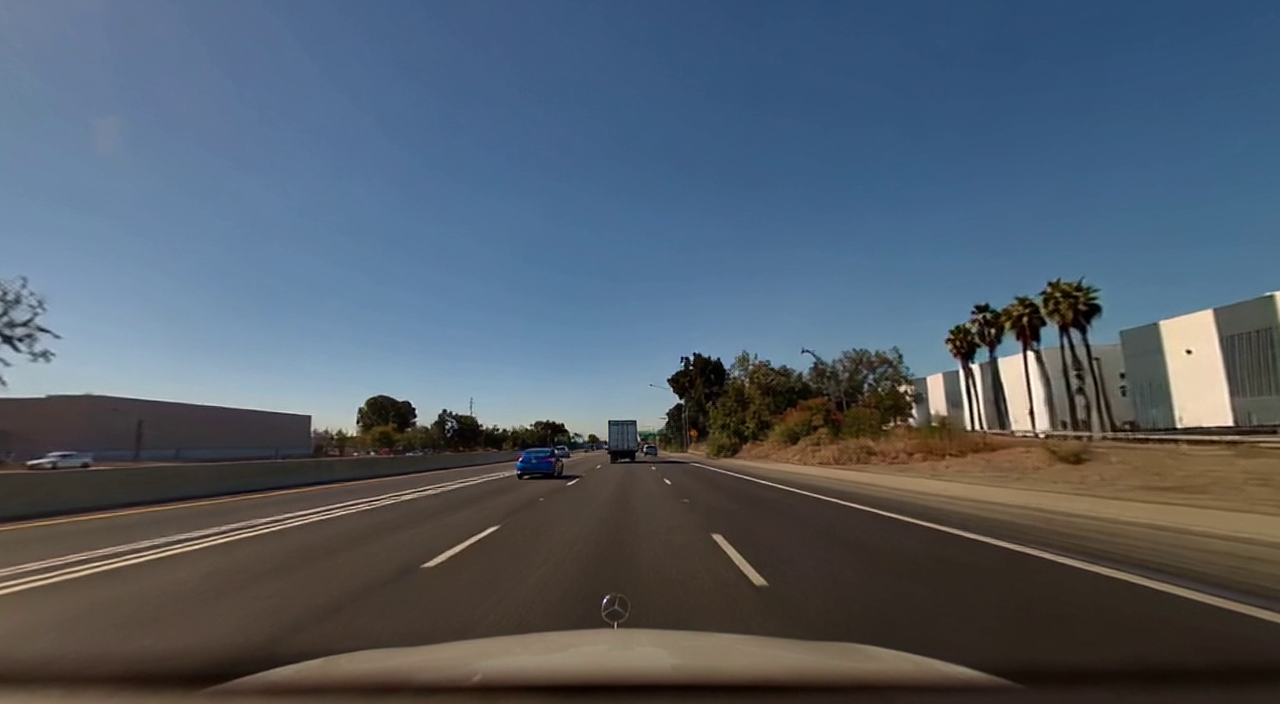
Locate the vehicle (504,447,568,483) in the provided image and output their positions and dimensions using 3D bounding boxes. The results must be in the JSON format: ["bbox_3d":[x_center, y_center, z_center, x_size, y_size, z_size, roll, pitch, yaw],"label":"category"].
[{"bbox_3d":[-4.411,4.855,27.486,2.097,1.447,4.291,0,-8,-1],"label":"vehicle"}]

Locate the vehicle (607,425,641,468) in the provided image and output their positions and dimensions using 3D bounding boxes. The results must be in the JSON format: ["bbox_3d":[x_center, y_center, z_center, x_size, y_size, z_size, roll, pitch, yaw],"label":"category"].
[{"bbox_3d":[-1.239,7.085,47.250,2.364,2.953,6.495,0,-8,-2],"label":"vehicle"}]
